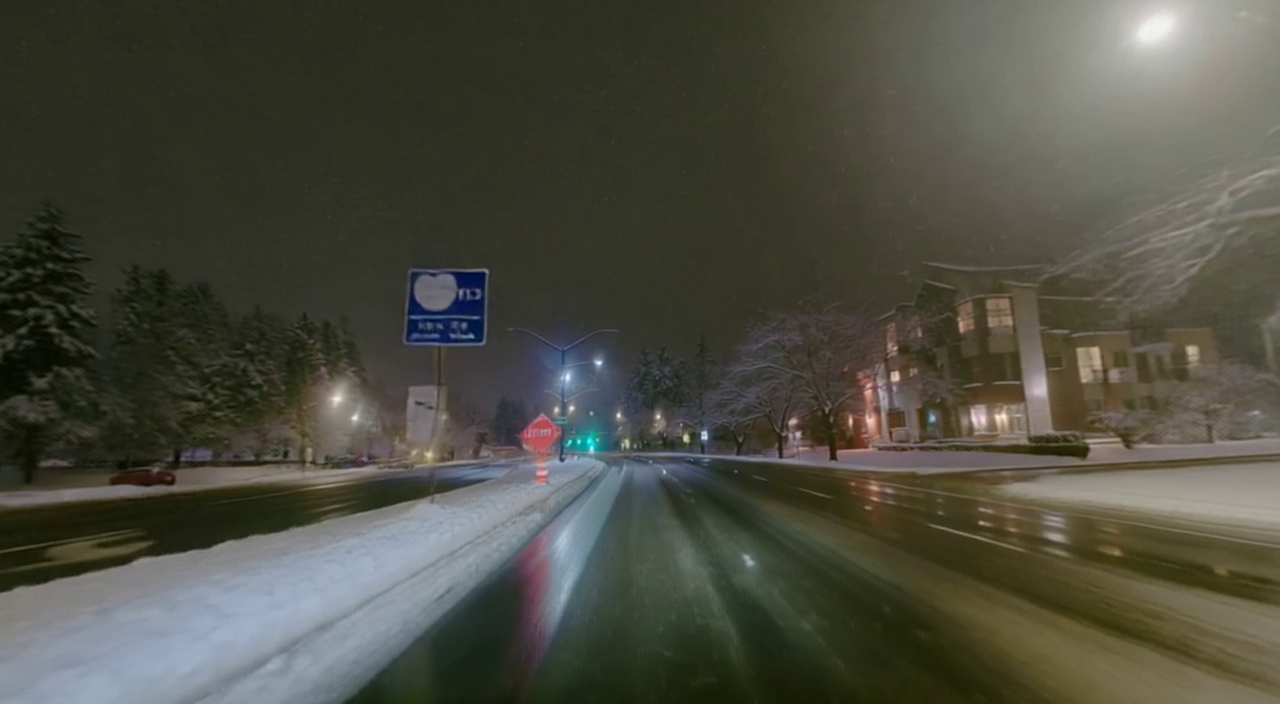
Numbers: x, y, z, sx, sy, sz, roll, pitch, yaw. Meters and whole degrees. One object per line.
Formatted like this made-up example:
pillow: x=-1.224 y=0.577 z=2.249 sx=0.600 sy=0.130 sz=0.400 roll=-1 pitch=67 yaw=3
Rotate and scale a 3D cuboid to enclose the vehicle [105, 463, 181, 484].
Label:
vehicle: x=-33.695 y=8.233 z=42.928 sx=3.512 sy=1.321 sz=1.874 roll=0 pitch=-8 yaw=-4
